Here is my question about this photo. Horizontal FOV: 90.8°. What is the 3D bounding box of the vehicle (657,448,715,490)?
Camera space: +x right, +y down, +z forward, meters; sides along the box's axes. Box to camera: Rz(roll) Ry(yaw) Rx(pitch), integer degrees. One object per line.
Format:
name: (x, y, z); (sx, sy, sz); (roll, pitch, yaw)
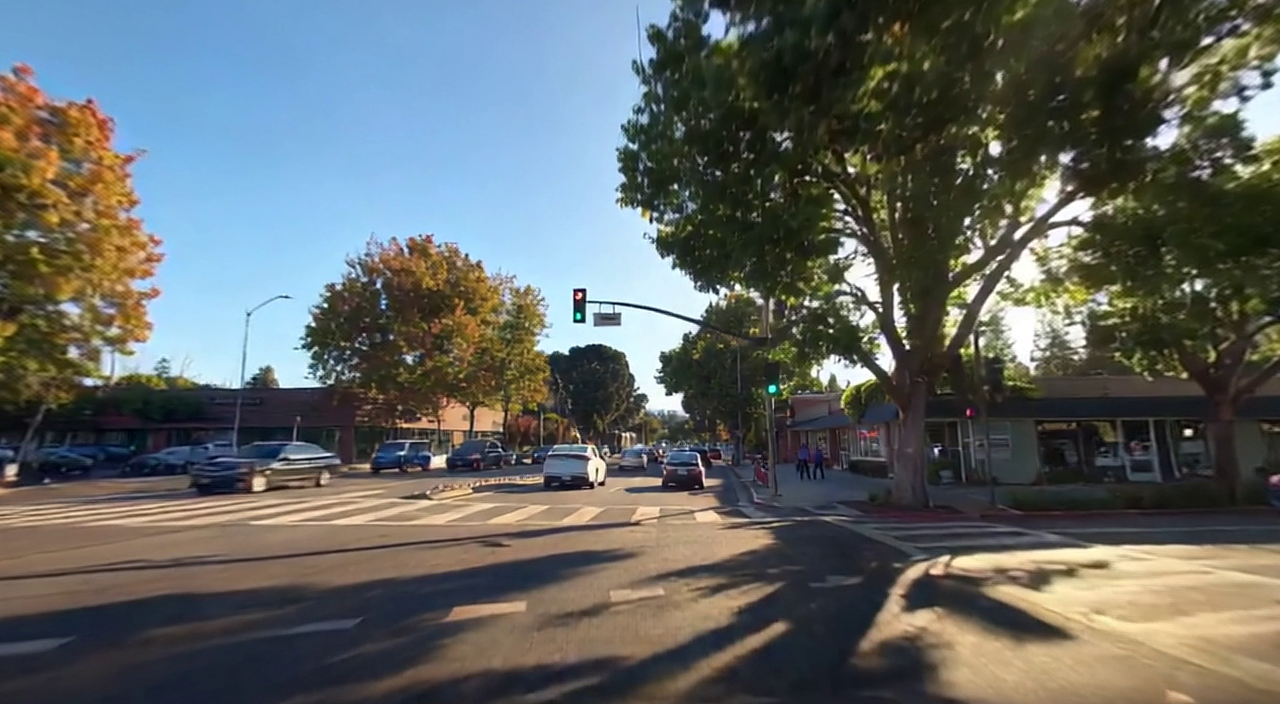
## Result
vehicle: (1.819, 4.492, 24.678); (2.085, 1.475, 3.976); (-1, -9, 5)

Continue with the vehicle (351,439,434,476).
vehicle: (-12.559, 5.378, 32.426); (1.961, 1.731, 4.450); (-1, -9, 8)

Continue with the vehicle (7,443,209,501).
vehicle: (-15.322, 3.439, 18.586); (1.896, 1.455, 4.257); (-2, -8, 9)

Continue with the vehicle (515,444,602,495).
vehicle: (-2.542, 3.763, 20.724); (1.921, 1.477, 4.083); (-1, -9, 6)

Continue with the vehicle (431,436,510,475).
vehicle: (-8.812, 5.423, 33.313); (2.221, 1.856, 4.847); (-1, -9, 8)

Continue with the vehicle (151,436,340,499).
vehicle: (-10.905, 3.202, 18.006); (1.923, 1.516, 4.727); (-1, -9, 8)

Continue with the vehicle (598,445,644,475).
vehicle: (-0.969, 5.962, 35.075); (1.887, 1.517, 4.254); (-1, -9, 8)
